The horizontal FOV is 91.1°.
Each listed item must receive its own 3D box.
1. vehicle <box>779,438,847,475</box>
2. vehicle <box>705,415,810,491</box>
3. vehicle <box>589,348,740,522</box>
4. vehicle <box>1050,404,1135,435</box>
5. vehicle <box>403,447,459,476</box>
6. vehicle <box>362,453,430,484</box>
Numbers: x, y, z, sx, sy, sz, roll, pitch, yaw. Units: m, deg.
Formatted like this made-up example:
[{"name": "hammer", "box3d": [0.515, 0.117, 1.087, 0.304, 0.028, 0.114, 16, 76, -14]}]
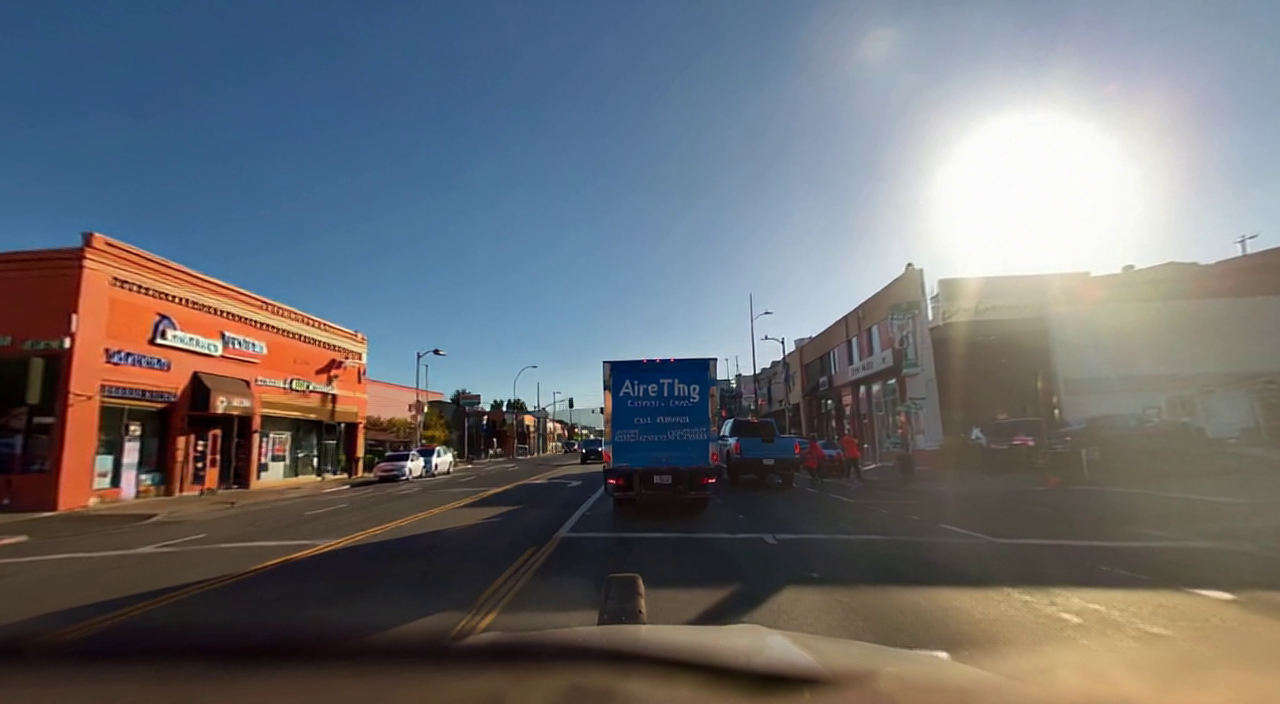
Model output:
[{"name": "vehicle", "box3d": [7.828, 4.757, 28.863, 1.951, 1.548, 4.290, 0, -8, 1]}, {"name": "vehicle", "box3d": [3.490, 3.150, 19.924, 2.346, 2.062, 5.236, 0, -8, 1]}, {"name": "vehicle", "box3d": [0.303, 1.824, 13.735, 2.517, 2.926, 6.177, 0, -8, -2]}, {"name": "vehicle", "box3d": [26.068, 3.963, 36.310, 1.811, 1.623, 3.921, 1, -8, -3]}, {"name": "vehicle", "box3d": [-13.078, 6.873, 39.570, 1.943, 1.682, 4.365, 0, -8, 0]}, {"name": "vehicle", "box3d": [-13.235, 6.315, 34.347, 1.901, 1.508, 4.405, 0, -8, 0]}]
